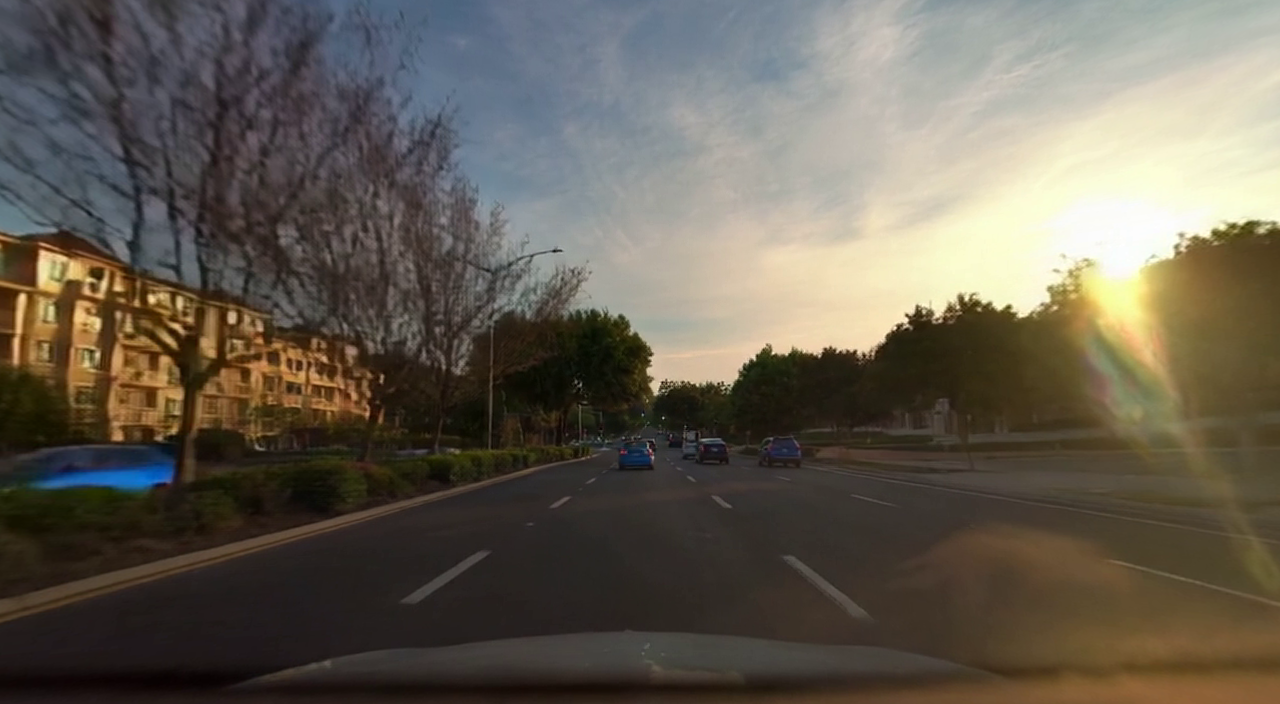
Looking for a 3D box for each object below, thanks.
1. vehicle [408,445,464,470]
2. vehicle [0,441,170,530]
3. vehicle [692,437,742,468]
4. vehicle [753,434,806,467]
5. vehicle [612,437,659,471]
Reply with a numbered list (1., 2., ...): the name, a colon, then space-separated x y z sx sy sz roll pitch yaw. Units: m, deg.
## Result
1. vehicle: -13.340 6.901 41.455 1.990 1.481 4.677 -1 -8 2
2. vehicle: -13.969 3.029 14.931 2.019 1.778 4.593 0 -8 1
3. vehicle: 3.977 5.254 33.198 2.067 1.514 4.188 0 -8 0
4. vehicle: 7.681 5.457 35.100 1.972 1.700 4.269 0 -8 0
5. vehicle: -0.162 4.837 30.147 2.102 1.481 3.907 0 -8 1
